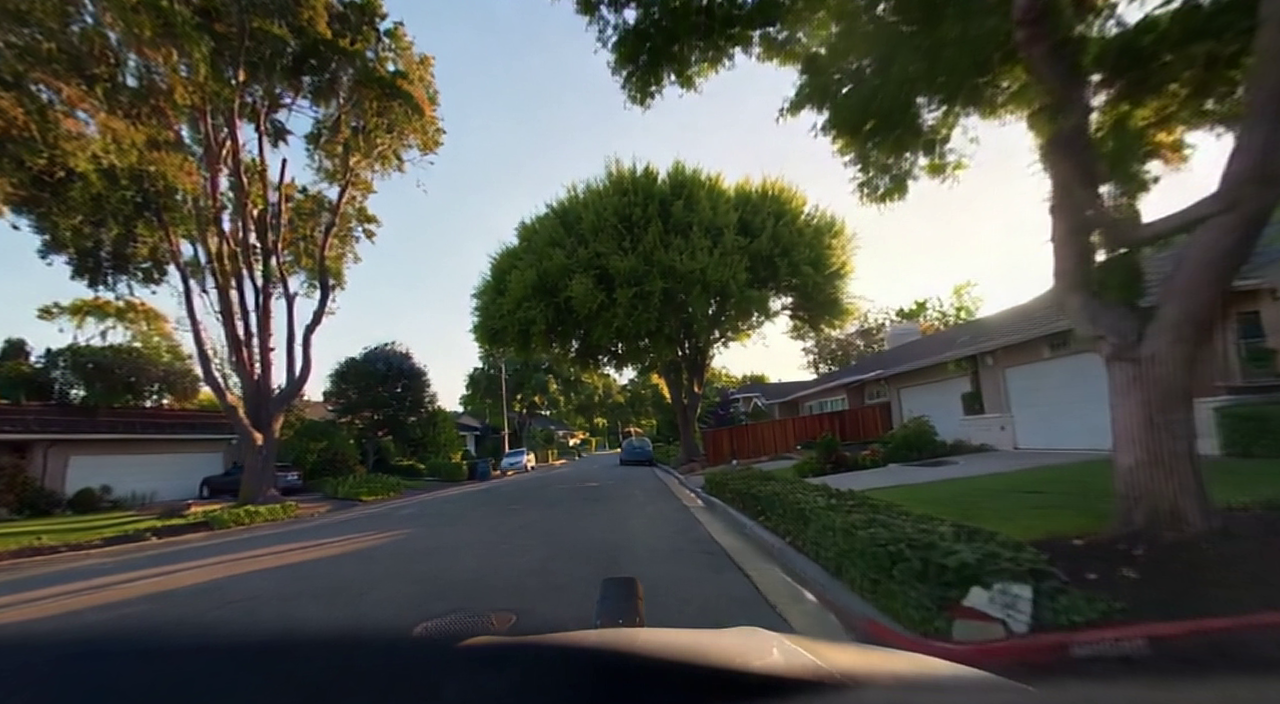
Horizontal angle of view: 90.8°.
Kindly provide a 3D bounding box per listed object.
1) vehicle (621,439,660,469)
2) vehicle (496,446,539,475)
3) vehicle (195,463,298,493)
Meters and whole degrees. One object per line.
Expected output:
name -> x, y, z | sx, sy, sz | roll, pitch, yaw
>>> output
vehicle -> -0.045, 5.841, 36.209 | 2.005, 1.553, 3.984 | 0, -9, -3
vehicle -> -8.810, 7.838, 45.905 | 2.208, 1.834, 4.675 | -4, -8, -2
vehicle -> -21.639, 6.941, 34.860 | 4.404, 1.495, 1.844 | 0, -9, 0
